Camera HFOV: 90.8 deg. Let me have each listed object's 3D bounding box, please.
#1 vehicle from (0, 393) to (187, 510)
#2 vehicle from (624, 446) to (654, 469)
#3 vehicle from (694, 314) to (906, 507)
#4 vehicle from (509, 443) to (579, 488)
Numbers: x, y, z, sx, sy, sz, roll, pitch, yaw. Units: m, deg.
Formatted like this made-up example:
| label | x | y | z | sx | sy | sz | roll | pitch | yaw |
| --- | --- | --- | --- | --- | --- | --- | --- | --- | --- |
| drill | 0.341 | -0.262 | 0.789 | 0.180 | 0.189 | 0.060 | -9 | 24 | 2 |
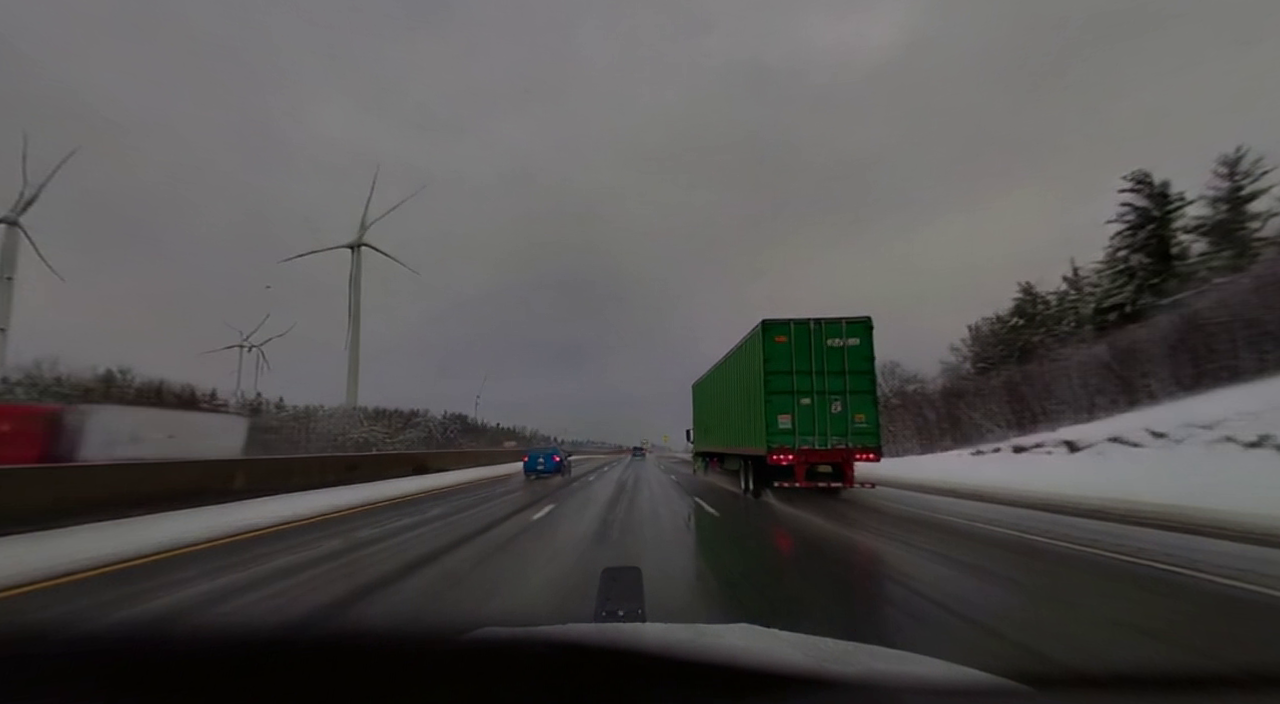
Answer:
| label | x | y | z | sx | sy | sz | roll | pitch | yaw |
| --- | --- | --- | --- | --- | --- | --- | --- | --- | --- |
| vehicle | -19.329 | 3.218 | 20.495 | 2.910 | 3.234 | 8.361 | 0 | -9 | 0 |
| vehicle | -0.074 | 7.089 | 42.510 | 1.931 | 1.453 | 3.695 | 0 | -9 | -1 |
| vehicle | 3.857 | 2.197 | 19.782 | 2.947 | 3.989 | 13.568 | 0 | -9 | -1 |
| vehicle | -3.515 | 4.230 | 23.813 | 1.952 | 1.521 | 4.095 | 0 | -9 | 0 |
